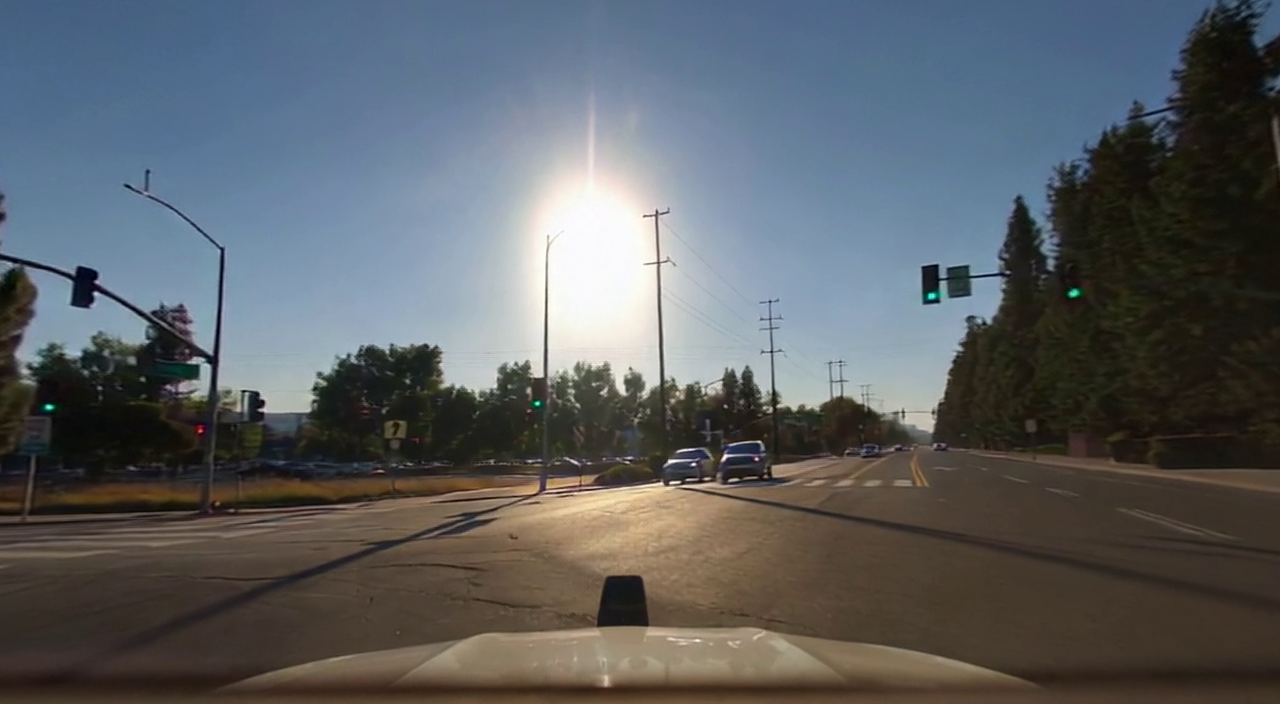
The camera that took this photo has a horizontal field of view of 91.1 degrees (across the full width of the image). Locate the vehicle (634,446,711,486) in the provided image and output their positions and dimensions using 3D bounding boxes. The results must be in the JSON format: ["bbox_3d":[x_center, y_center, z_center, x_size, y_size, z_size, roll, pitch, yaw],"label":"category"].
[{"bbox_3d":[1.446,4.703,26.259,2.029,1.504,4.293,-3,-9,20],"label":"vehicle"}]

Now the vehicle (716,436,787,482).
[{"bbox_3d":[4.706,4.373,25.959,2.090,1.697,4.341,-3,-9,20],"label":"vehicle"}]
